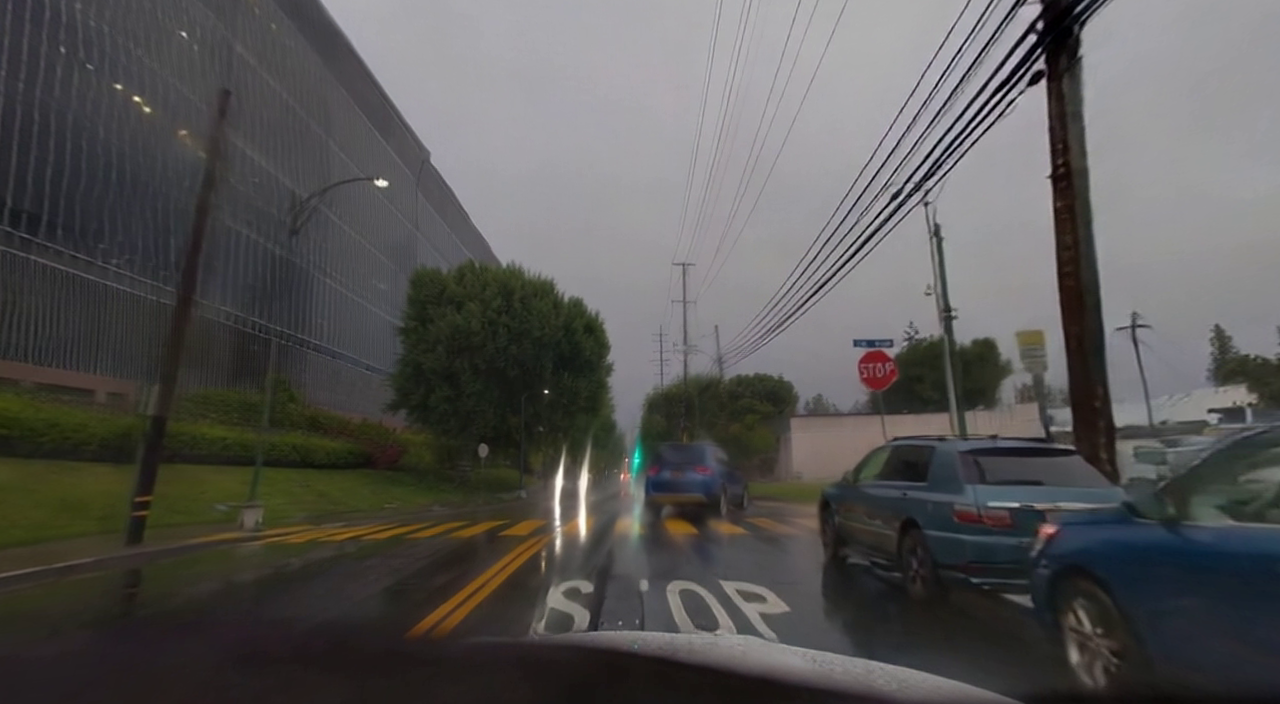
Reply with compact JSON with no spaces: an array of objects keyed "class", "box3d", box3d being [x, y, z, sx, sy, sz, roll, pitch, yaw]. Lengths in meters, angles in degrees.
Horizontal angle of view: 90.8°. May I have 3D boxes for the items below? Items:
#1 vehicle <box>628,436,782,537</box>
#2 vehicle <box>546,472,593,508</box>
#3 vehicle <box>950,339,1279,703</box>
[{"class":"vehicle","box3d":[1.671,2.833,14.158,2.214,1.789,4.872,-3,-9,20]},{"class":"vehicle","box3d":[-3.538,7.011,32.339,1.911,1.563,4.057,0,-8,0]},{"class":"vehicle","box3d":[3.309,0.821,2.230,2.039,1.731,4.428,0,-8,-2]}]
